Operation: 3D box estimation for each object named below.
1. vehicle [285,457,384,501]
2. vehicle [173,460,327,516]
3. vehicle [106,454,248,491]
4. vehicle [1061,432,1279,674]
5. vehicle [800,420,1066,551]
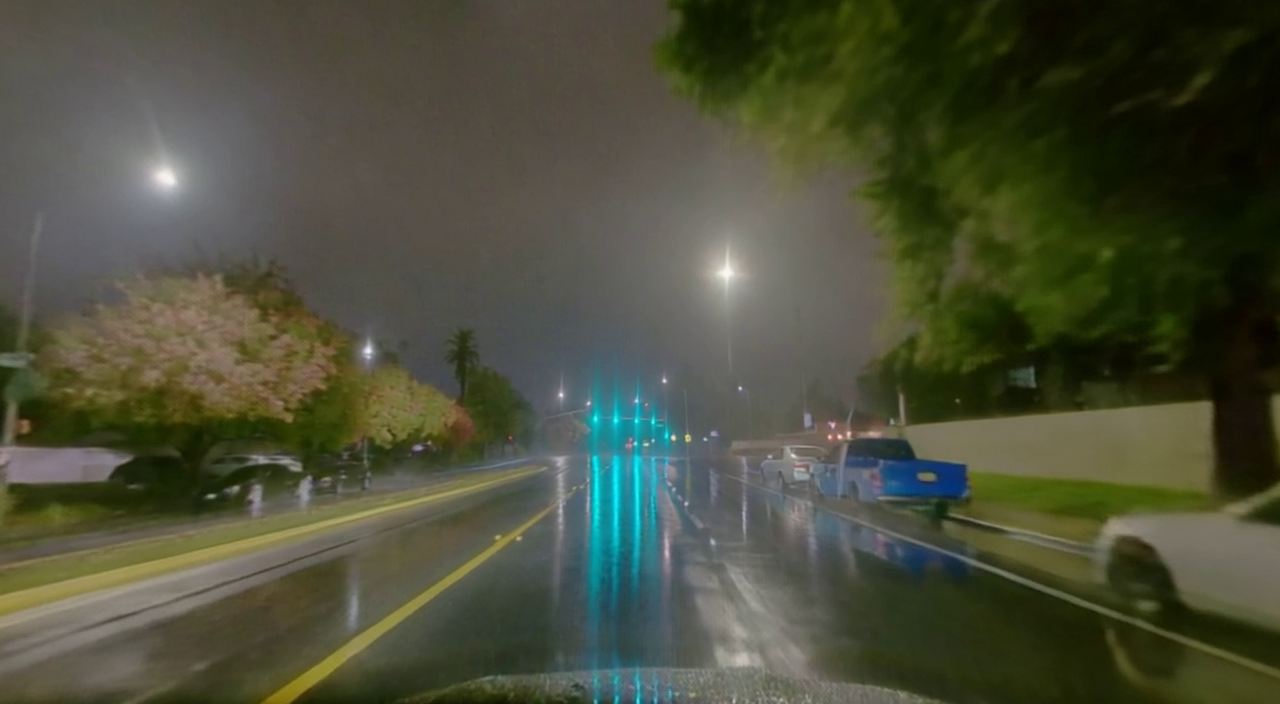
[{"bbox_3d":[-12.443,5.152,26.049,1.851,1.472,4.532,-1,-8,0],"label":"vehicle"},{"bbox_3d":[-12.570,4.366,20.767,1.983,1.513,4.662,0,-9,2],"label":"vehicle"},{"bbox_3d":[-20.887,5.429,28.624,4.715,1.560,2.131,0,-9,-1],"label":"vehicle"},{"bbox_3d":[4.786,1.153,3.403,1.928,1.431,4.570,0,-8,1],"label":"vehicle"},{"bbox_3d":[4.701,2.203,11.319,2.218,1.789,5.146,0,-8,-1],"label":"vehicle"}]
